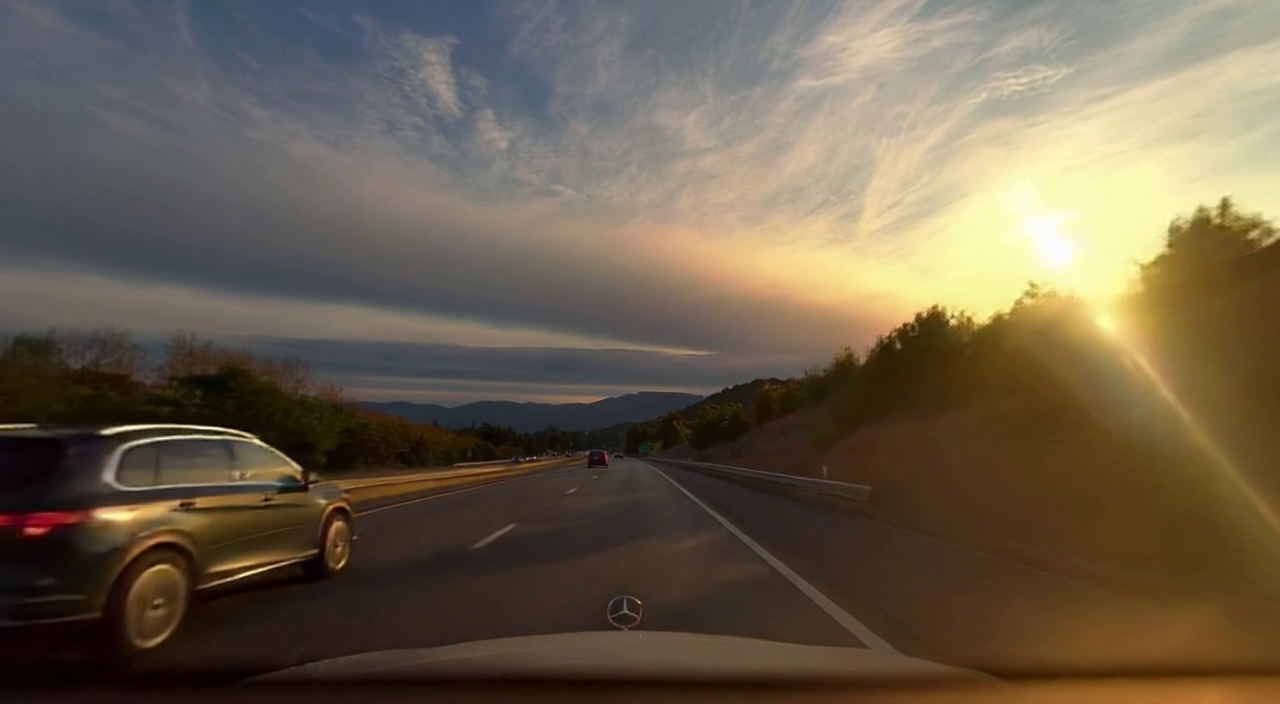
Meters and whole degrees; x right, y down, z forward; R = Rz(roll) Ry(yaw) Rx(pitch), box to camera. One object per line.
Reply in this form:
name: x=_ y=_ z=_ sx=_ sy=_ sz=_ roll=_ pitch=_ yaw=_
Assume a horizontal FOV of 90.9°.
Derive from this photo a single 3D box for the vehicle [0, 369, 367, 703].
vehicle: x=-3.928 y=1.153 z=4.240 sx=2.135 sy=1.686 sz=4.517 roll=0 pitch=-9 yaw=0
